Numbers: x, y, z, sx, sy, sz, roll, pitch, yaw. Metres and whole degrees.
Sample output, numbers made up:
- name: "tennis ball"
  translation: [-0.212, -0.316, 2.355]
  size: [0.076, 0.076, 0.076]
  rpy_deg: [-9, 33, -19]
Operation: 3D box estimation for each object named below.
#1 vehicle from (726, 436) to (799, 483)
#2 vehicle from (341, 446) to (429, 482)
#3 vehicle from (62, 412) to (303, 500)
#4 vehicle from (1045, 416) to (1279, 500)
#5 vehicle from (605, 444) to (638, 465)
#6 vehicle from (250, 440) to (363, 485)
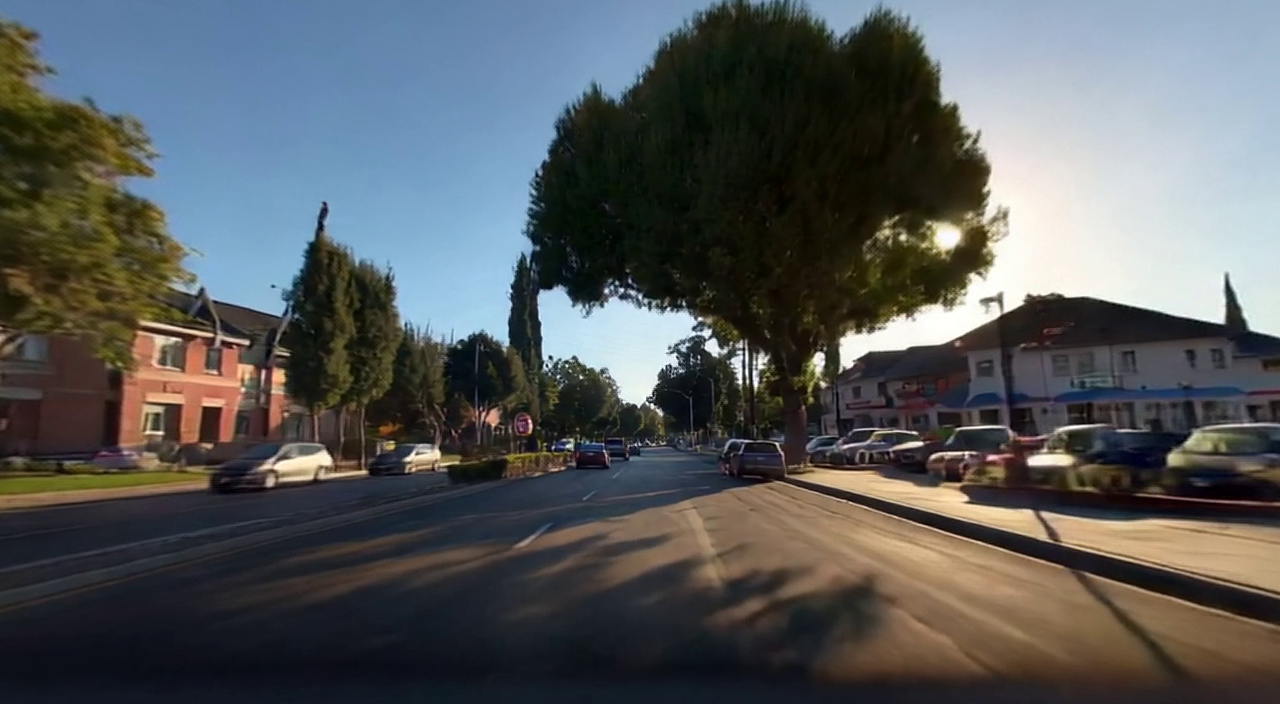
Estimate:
- name: "vehicle"
  translation: [4.854, 4.346, 25.724]
  size: [2.179, 1.709, 4.512]
  rpy_deg: [0, -9, 1]
- name: "vehicle"
  translation: [-10.790, 4.747, 27.025]
  size: [1.801, 1.407, 4.270]
  rpy_deg: [-1, -9, 2]
- name: "vehicle"
  translation: [-18.608, 4.366, 26.878]
  size: [2.953, 3.076, 9.336]
  rpy_deg: [-1, -9, 2]
- name: "vehicle"
  translation: [12.254, 2.417, 14.519]
  size: [4.454, 1.776, 1.891]
  rpy_deg: [0, -9, 0]
- name: "vehicle"
  translation: [-1.267, 7.252, 44.697]
  size: [1.959, 1.406, 4.272]
  rpy_deg: [-1, -9, 3]
- name: "vehicle"
  translation: [-14.499, 4.823, 27.805]
  size: [2.163, 1.761, 4.811]
  rpy_deg: [-1, -9, 2]
